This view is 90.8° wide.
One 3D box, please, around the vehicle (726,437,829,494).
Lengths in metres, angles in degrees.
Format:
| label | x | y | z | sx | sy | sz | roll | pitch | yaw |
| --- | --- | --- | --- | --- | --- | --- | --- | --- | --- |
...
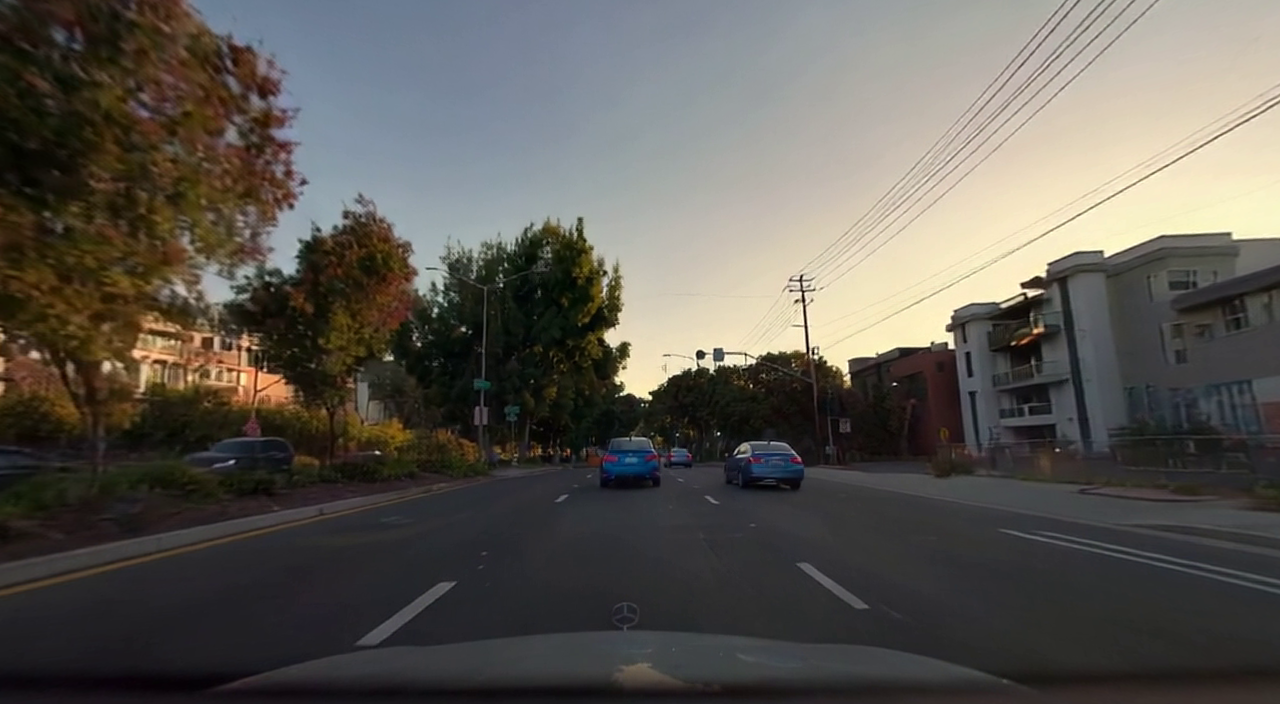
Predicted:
| label | x | y | z | sx | sy | sz | roll | pitch | yaw |
| --- | --- | --- | --- | --- | --- | --- | --- | --- | --- |
| vehicle | 4.050 | 3.422 | 19.480 | 2.086 | 1.534 | 4.351 | 0 | -8 | -2 |

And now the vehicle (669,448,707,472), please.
| label | x | y | z | sx | sy | sz | roll | pitch | yaw |
| --- | --- | --- | --- | --- | --- | --- | --- | --- | --- |
| vehicle | 3.077 | 7.002 | 41.289 | 2.054 | 1.461 | 4.321 | 0 | -8 | -1 |

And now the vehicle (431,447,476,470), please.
| label | x | y | z | sx | sy | sz | roll | pitch | yaw |
| --- | --- | --- | --- | --- | --- | --- | --- | --- | --- |
| vehicle | -14.237 | 8.115 | 48.464 | 2.019 | 1.696 | 4.583 | 0 | -9 | 0 |

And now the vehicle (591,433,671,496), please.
| label | x | y | z | sx | sy | sz | roll | pitch | yaw |
| --- | --- | --- | --- | --- | --- | --- | --- | --- | --- |
| vehicle | -0.280 | 3.208 | 18.415 | 2.073 | 1.606 | 3.933 | 0 | -8 | -1 |

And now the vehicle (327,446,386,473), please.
| label | x | y | z | sx | sy | sz | roll | pitch | yaw |
| --- | --- | --- | --- | --- | --- | --- | --- | --- | --- |
| vehicle | -18.709 | 7.089 | 41.935 | 2.006 | 1.690 | 4.548 | 0 | -9 | -3 |

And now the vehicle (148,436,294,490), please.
| label | x | y | z | sx | sy | sz | roll | pitch | yaw |
| --- | --- | --- | --- | --- | --- | --- | --- | --- | --- |
| vehicle | -14.330 | 3.809 | 21.993 | 2.064 | 1.676 | 4.332 | 0 | -9 | 0 |
